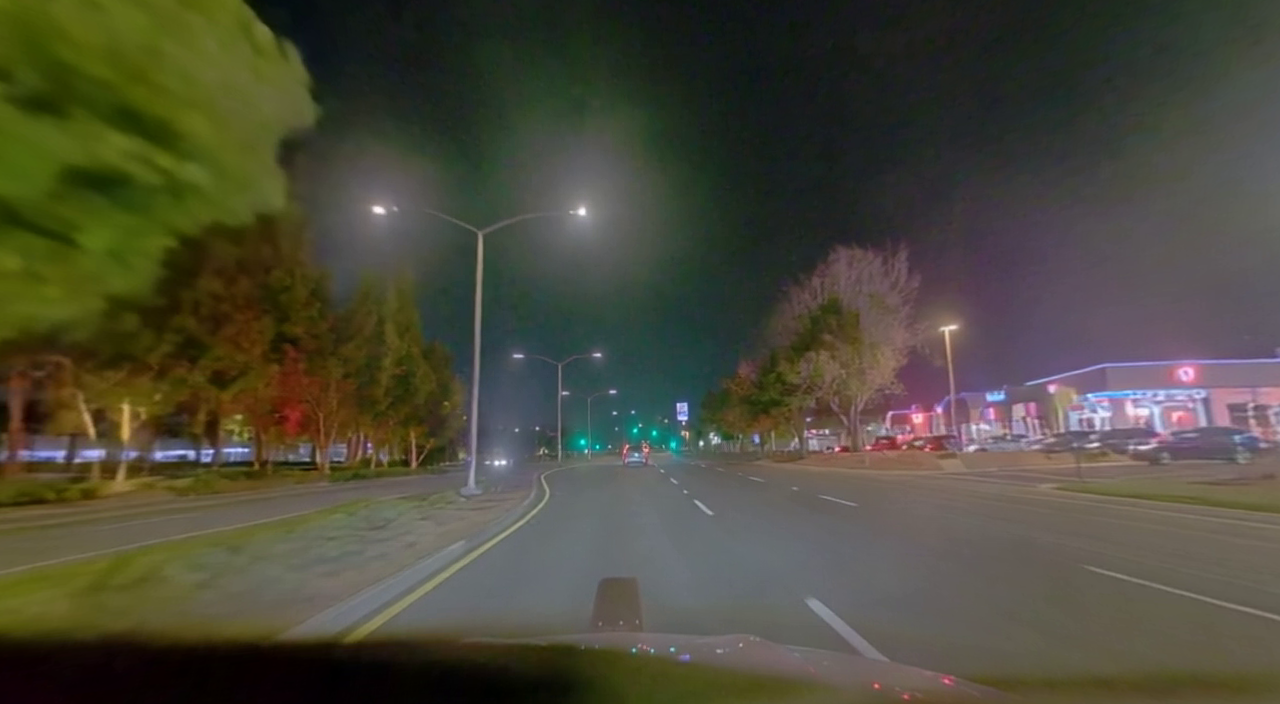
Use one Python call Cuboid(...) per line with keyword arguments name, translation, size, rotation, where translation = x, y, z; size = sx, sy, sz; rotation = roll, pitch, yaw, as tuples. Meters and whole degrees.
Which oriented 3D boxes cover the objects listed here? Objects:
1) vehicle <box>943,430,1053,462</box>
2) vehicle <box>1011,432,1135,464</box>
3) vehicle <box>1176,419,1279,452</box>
Cuboid(name="vehicle", translation=(19.843, 5.250, 35.189), size=(4.758, 1.677, 2.154), rotation=(-1, -8, 1))
Cuboid(name="vehicle", translation=(20.640, 4.586, 30.264), size=(4.396, 1.450, 1.956), rotation=(-1, -8, 4))
Cuboid(name="vehicle", translation=(33.296, 4.686, 35.329), size=(4.514, 1.776, 2.137), rotation=(-1, -8, 1))
